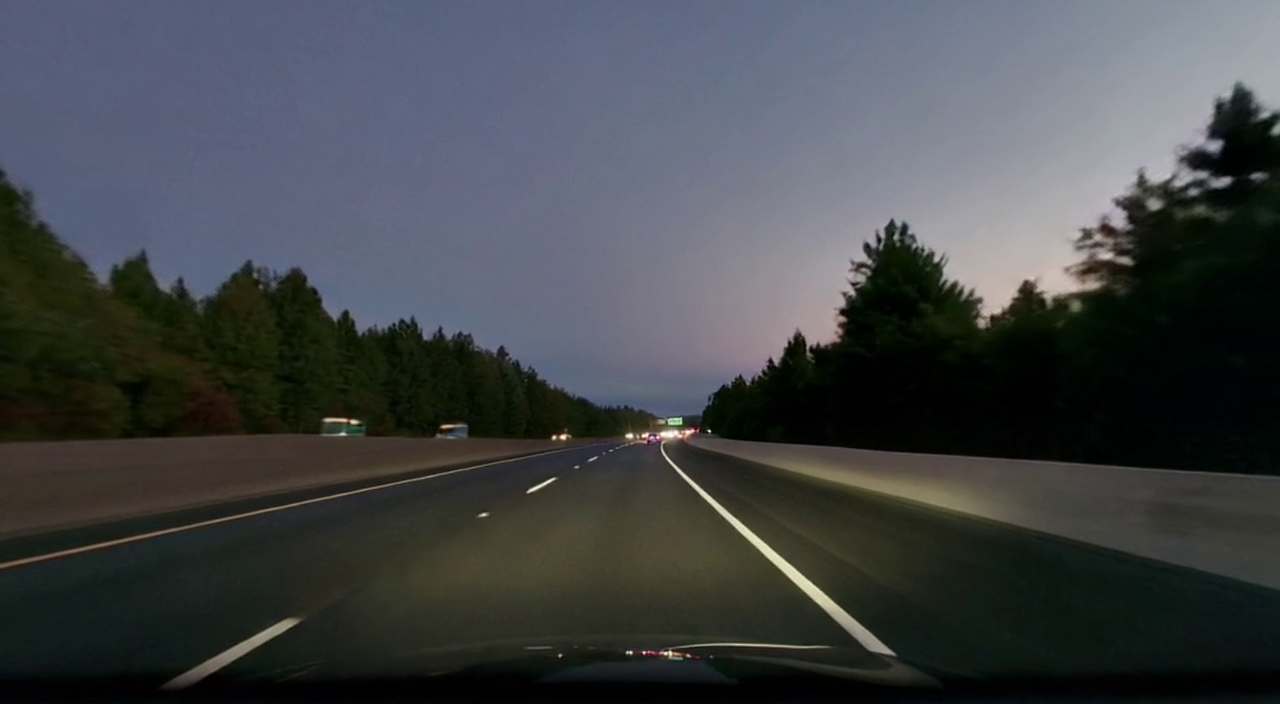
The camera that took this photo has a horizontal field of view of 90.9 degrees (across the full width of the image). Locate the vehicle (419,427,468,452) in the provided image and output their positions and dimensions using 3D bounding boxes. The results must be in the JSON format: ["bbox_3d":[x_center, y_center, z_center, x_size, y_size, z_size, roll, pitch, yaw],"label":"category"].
[{"bbox_3d":[-15.397,6.855,49.679,2.120,1.862,5.124,0,-8,1],"label":"vehicle"}]
